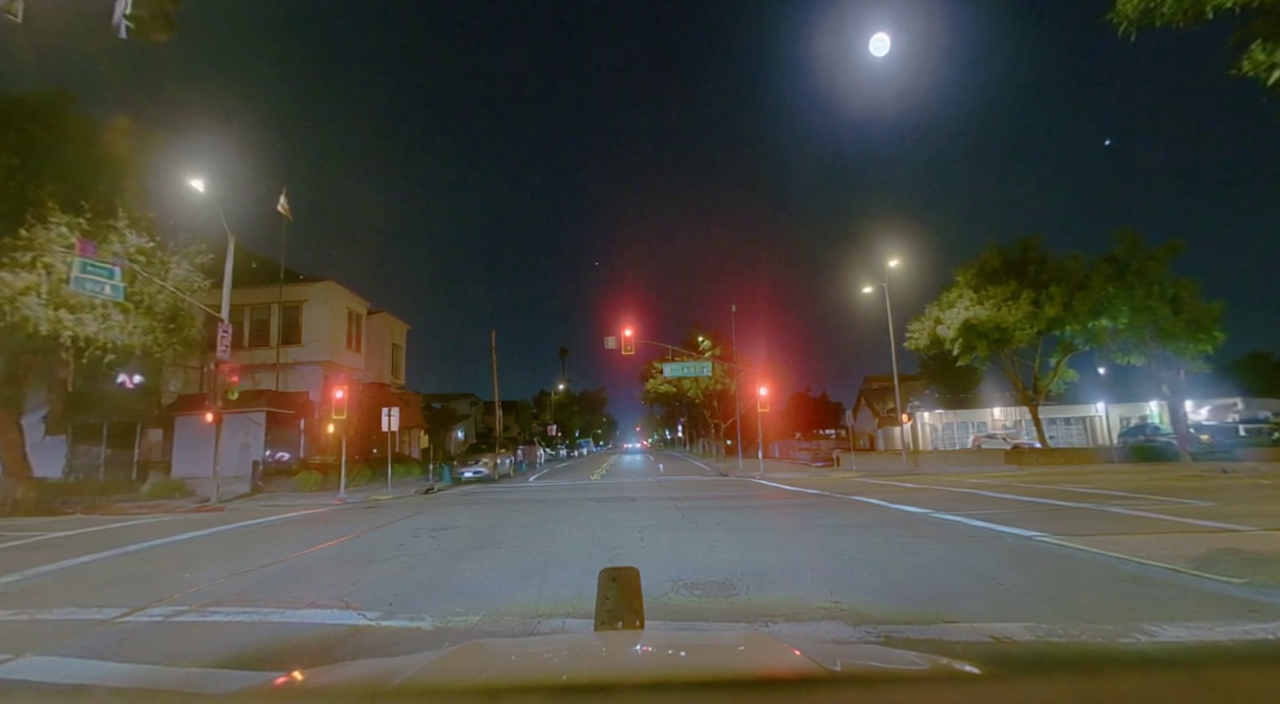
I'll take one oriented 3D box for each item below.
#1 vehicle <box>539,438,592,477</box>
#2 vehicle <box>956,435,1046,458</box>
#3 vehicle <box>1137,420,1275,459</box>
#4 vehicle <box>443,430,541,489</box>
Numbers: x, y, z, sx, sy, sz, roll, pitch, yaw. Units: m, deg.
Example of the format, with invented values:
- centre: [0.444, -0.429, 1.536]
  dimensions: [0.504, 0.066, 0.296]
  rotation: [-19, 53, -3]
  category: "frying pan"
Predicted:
- centre: [-3.643, 5.279, 31.905]
  dimensions: [2.120, 1.783, 4.788]
  rotation: [0, -9, -1]
  category: "vehicle"
- centre: [24.994, 6.551, 43.838]
  dimensions: [5.172, 1.515, 1.851]
  rotation: [0, -9, -2]
  category: "vehicle"
- centre: [33.269, 5.159, 37.238]
  dimensions: [5.969, 2.149, 2.331]
  rotation: [0, -9, -3]
  category: "vehicle"
- centre: [-6.496, 4.837, 28.976]
  dimensions: [2.896, 2.339, 7.322]
  rotation: [0, -9, -1]
  category: "vehicle"
